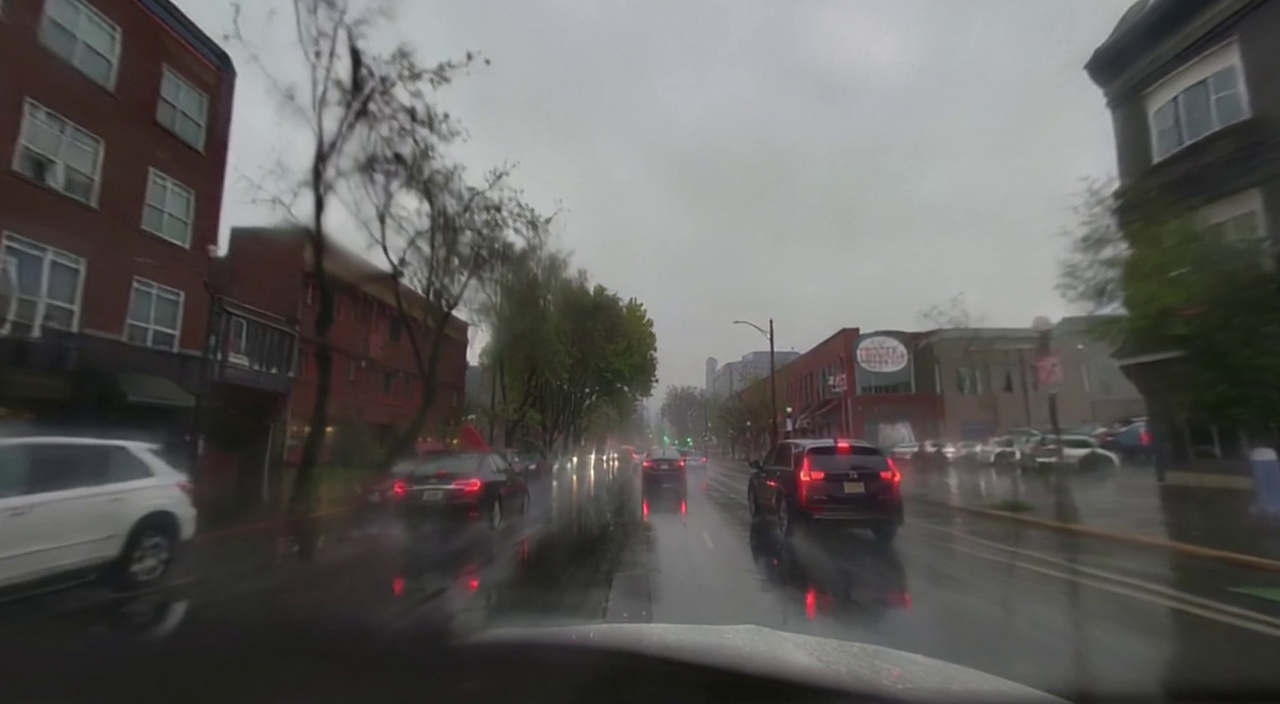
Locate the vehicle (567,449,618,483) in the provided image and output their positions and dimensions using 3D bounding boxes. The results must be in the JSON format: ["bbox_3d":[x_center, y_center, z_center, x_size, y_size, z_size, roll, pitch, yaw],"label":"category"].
[{"bbox_3d":[-2.283,5.666,31.749,2.019,1.507,4.643,-1,-8,3],"label":"vehicle"}]

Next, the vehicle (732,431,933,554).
[{"bbox_3d":[3.057,2.311,11.185,2.094,1.709,4.394,0,-8,-1],"label":"vehicle"}]

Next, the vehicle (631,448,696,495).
[{"bbox_3d":[0.826,4.260,22.932,2.139,1.466,4.373,0,-8,1],"label":"vehicle"}]

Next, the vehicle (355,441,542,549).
[{"bbox_3d":[-3.221,2.457,11.617,2.085,1.619,3.976,0,-8,2],"label":"vehicle"}]

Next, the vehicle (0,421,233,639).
[{"bbox_3d":[-6.131,1.487,5.491,2.093,1.724,4.333,-1,-8,3],"label":"vehicle"}]
